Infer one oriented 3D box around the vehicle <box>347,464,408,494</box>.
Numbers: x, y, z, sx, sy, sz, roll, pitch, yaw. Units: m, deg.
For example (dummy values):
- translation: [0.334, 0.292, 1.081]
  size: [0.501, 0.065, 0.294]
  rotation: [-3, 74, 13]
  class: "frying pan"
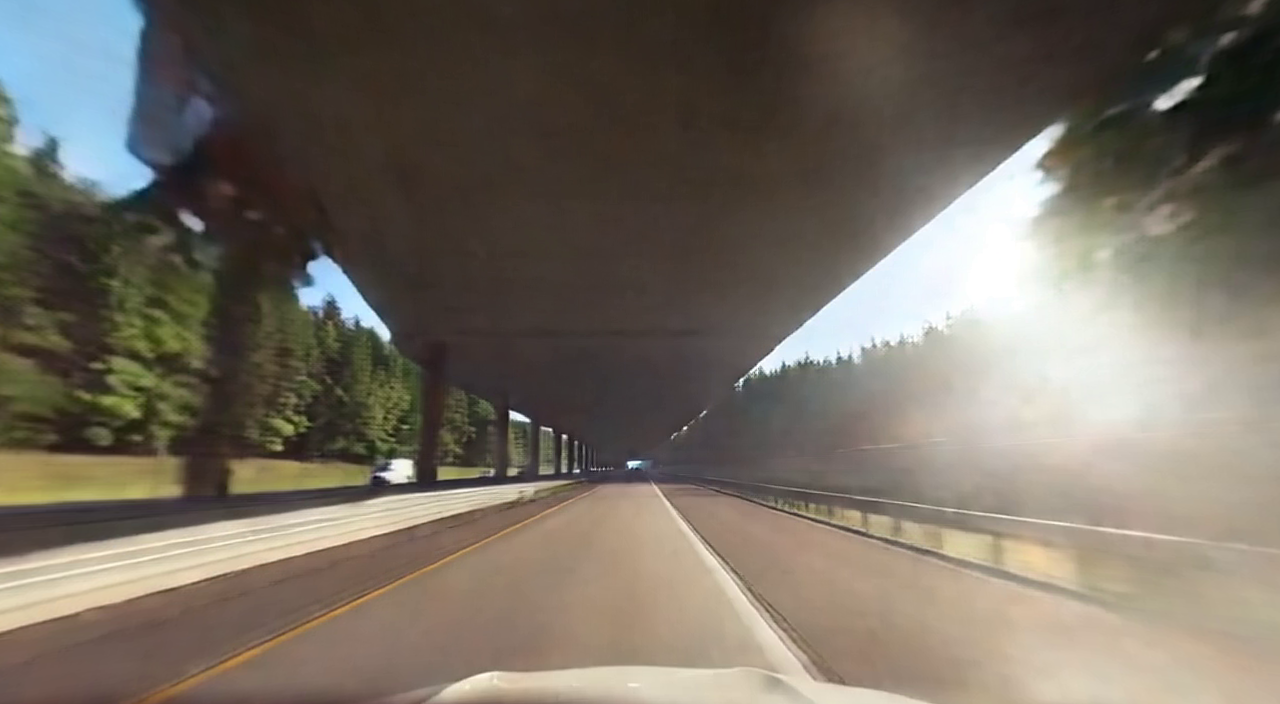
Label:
- translation: [-16.920, 8.163, 40.815]
  size: [1.949, 1.760, 4.605]
  rotation: [1, -10, 0]
  class: "vehicle"
